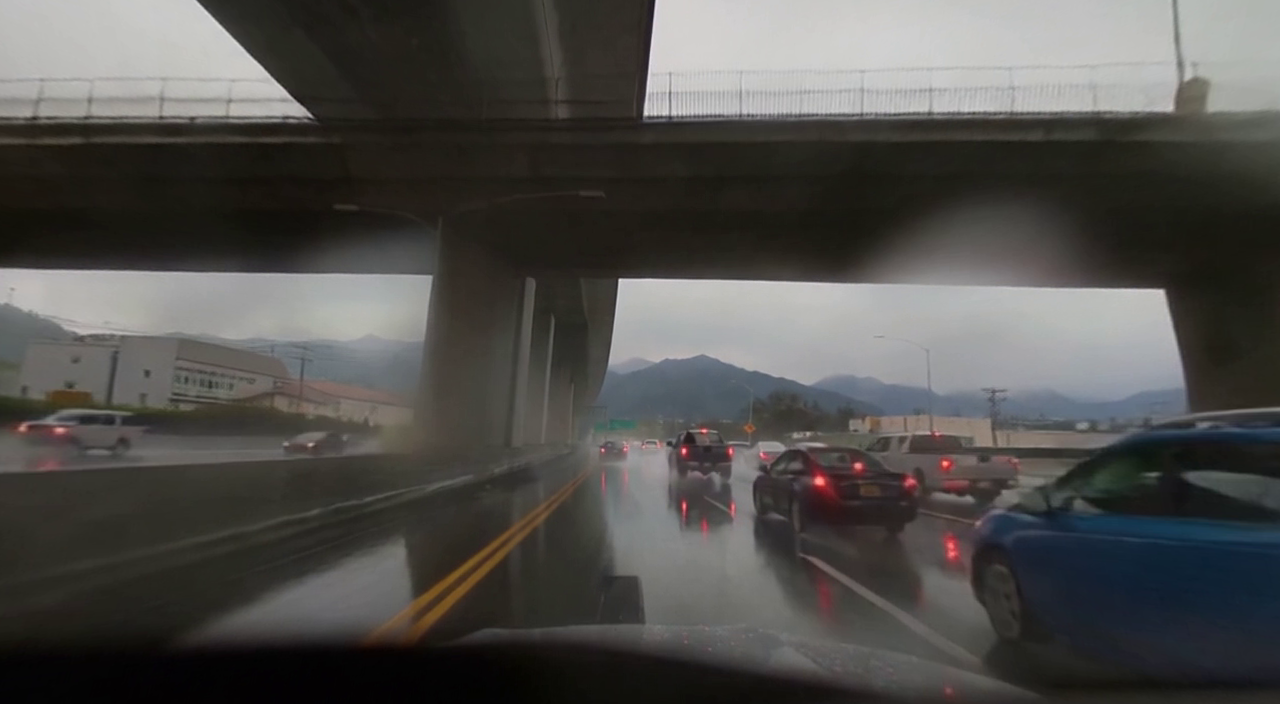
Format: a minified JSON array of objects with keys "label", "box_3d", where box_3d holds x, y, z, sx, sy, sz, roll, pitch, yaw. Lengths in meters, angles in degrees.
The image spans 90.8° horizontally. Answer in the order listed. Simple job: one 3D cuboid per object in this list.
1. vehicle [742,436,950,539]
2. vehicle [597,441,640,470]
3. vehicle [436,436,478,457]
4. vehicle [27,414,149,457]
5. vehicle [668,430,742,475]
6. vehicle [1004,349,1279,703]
[{"label":"vehicle","box_3d":[3.338,2.288,11.419,2.074,1.455,4.646,0,-8,-2]},{"label":"vehicle","box_3d":[-1.203,5.749,35.318,2.266,1.549,3.978,0,-8,-1]},{"label":"vehicle","box_3d":[-13.653,7.061,47.406,2.045,1.499,4.501,0,-8,-4]},{"label":"vehicle","box_3d":[-31.943,4.914,36.878,2.245,2.276,5.722,1,-8,-5]},{"label":"vehicle","box_3d":[3.118,5.096,32.297,2.747,2.061,7.011,0,-8,-3]},{"label":"vehicle","box_3d":[4.057,0.795,2.403,2.276,1.739,5.040,0,-8,-1]}]
